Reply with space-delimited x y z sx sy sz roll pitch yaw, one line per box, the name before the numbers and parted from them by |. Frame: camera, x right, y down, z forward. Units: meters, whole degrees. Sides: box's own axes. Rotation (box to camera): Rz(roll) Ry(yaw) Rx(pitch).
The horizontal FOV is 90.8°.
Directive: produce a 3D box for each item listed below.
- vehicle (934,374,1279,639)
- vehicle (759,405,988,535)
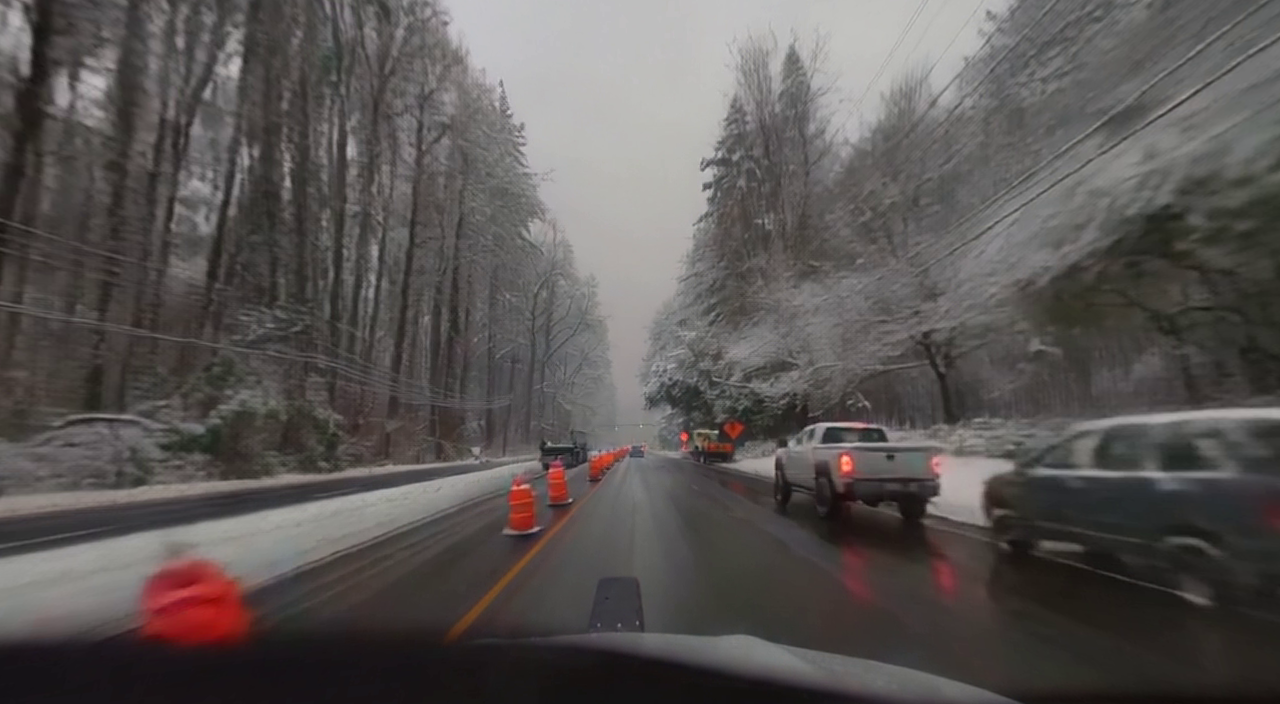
vehicle | 5.779 1.379 6.302 2.294 1.949 6.246 0 -8 -4
vehicle | 4.668 2.580 14.200 2.694 2.177 6.177 2 -9 -1
